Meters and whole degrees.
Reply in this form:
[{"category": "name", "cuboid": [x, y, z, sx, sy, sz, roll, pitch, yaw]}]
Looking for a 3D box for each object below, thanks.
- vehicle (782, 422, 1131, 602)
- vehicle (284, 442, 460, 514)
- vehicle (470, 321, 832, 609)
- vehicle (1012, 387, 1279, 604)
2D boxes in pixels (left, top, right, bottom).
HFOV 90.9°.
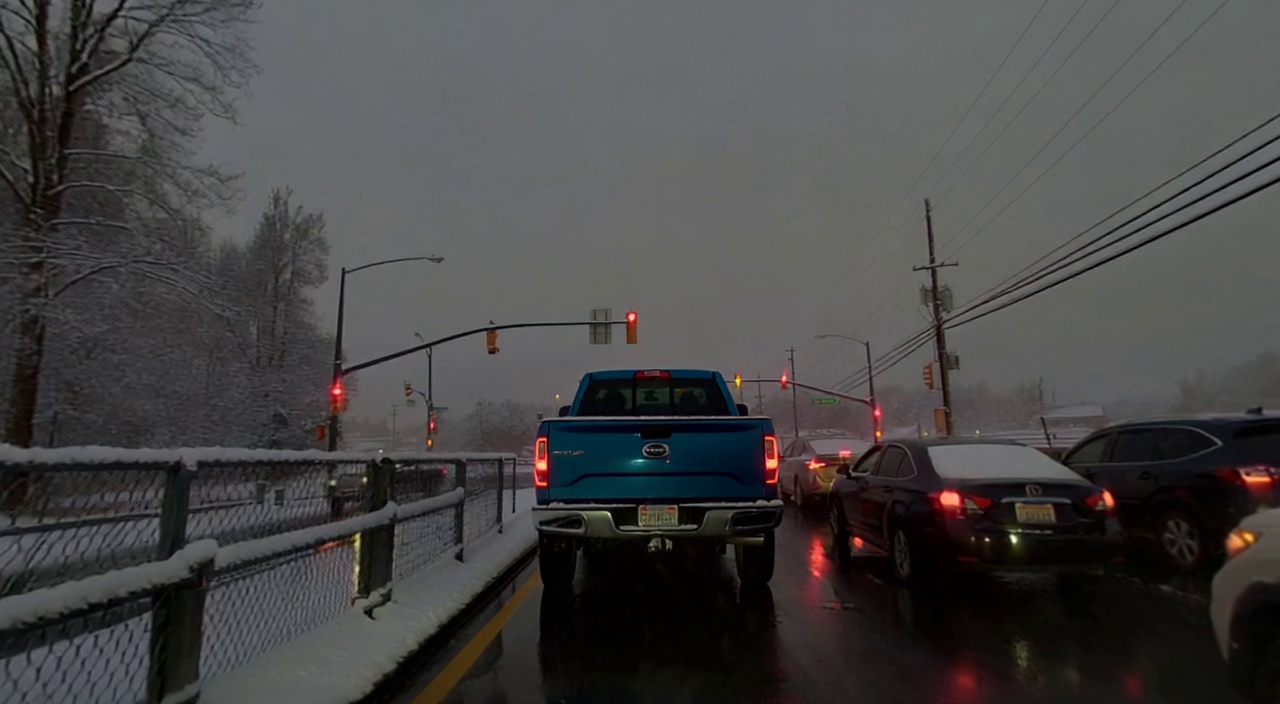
[{"category": "vehicle", "cuboid": [3.115, 1.645, 7.376, 1.993, 1.495, 4.060, 0, -8, 1]}, {"category": "vehicle", "cuboid": [-7.101, 3.357, 17.407, 2.369, 1.690, 4.529, -1, -9, 8]}, {"category": "vehicle", "cuboid": [0.122, 1.324, 8.135, 2.831, 2.284, 6.149, 0, -8, 1]}, {"category": "vehicle", "cuboid": [6.154, 1.369, 6.485, 1.982, 1.727, 4.352, 0, -8, 1]}]
